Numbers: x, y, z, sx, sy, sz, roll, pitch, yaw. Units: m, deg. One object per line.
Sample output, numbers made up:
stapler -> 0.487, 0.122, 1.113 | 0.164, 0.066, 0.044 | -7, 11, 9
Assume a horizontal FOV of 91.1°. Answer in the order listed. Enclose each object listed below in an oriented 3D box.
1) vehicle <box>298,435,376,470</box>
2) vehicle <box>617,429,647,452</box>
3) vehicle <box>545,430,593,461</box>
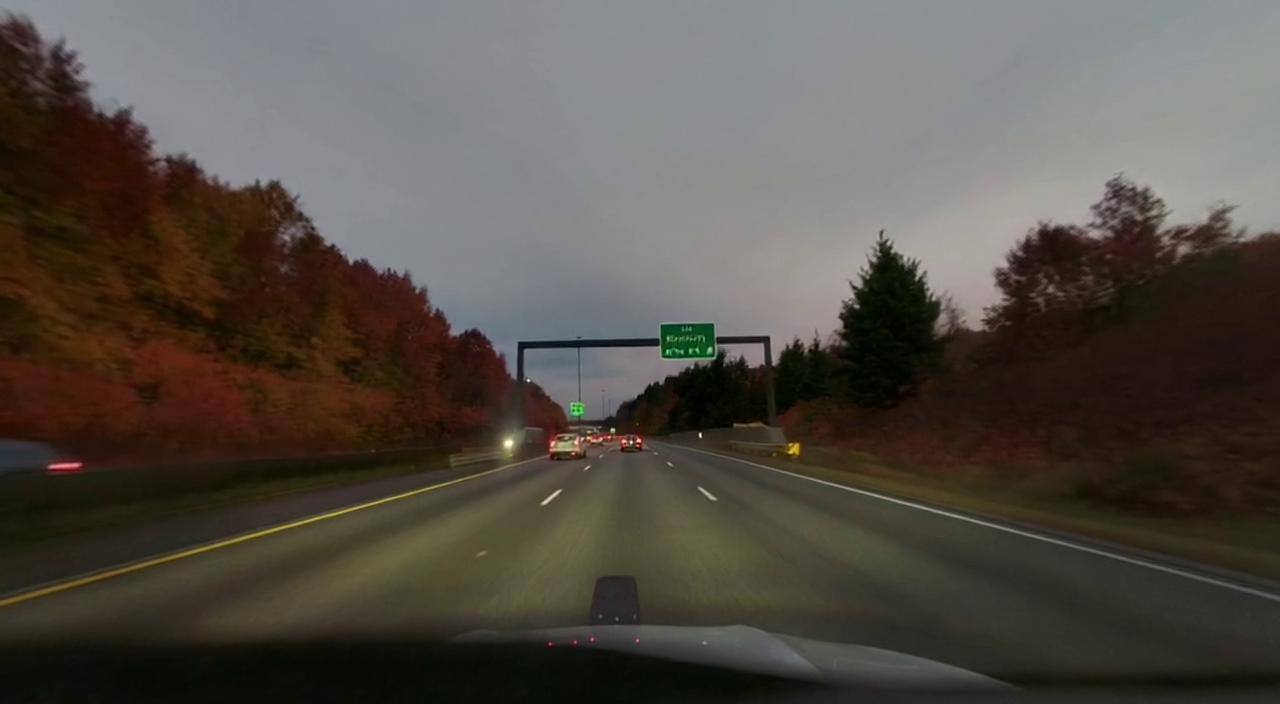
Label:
vehicle -> -15.471, 5.113, 32.352 | 1.923, 1.674, 4.216 | 0, -8, 0
vehicle -> -0.603, 6.398, 45.470 | 2.054, 1.609, 3.859 | 0, -8, -1
vehicle -> -3.592, 4.828, 32.655 | 1.989, 1.497, 4.645 | 0, -8, 0
